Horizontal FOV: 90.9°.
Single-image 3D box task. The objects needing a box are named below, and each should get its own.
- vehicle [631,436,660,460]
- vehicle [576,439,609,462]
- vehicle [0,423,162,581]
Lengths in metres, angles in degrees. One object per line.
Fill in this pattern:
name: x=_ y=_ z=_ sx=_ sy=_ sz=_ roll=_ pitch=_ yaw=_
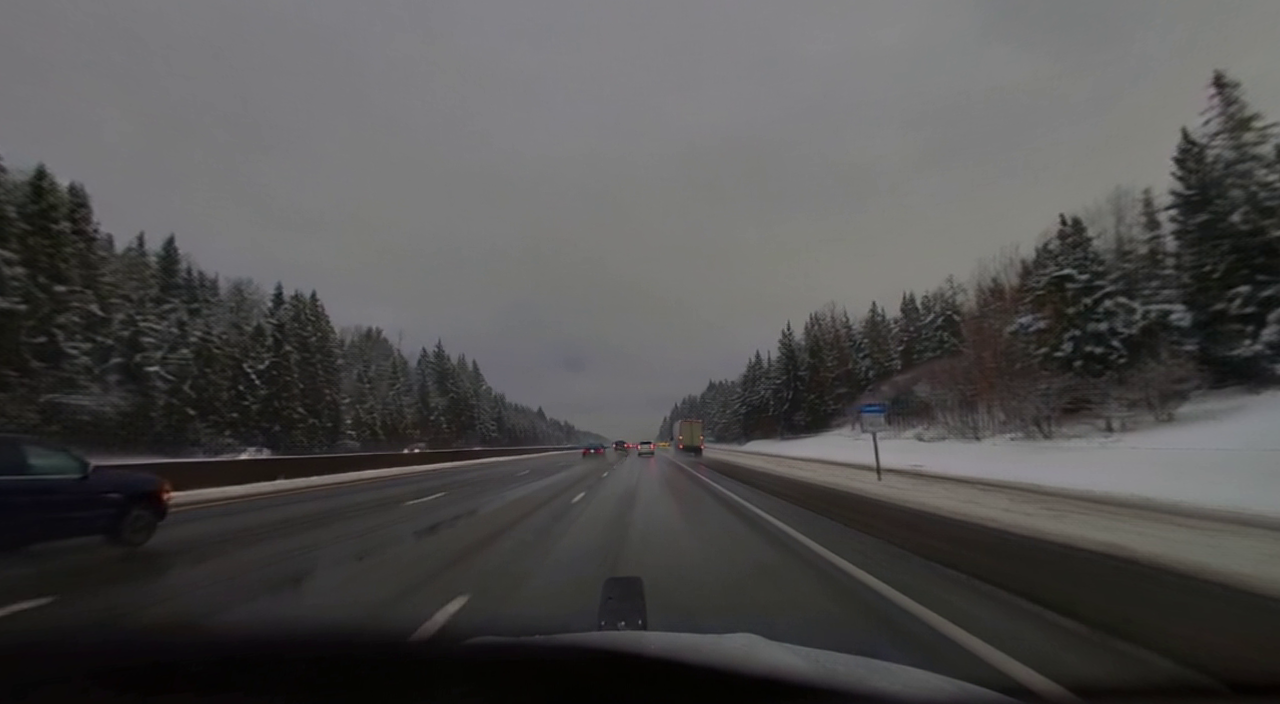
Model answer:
vehicle: x=0.408 y=7.583 z=49.721 sx=2.212 sy=1.807 sz=4.372 roll=0 pitch=-9 yaw=0
vehicle: x=-3.388 y=7.111 z=45.440 sx=2.025 sy=1.571 sz=3.662 roll=0 pitch=-9 yaw=1
vehicle: x=-7.173 y=1.385 z=5.675 sx=1.947 sy=1.513 sz=4.751 roll=0 pitch=-9 yaw=1
